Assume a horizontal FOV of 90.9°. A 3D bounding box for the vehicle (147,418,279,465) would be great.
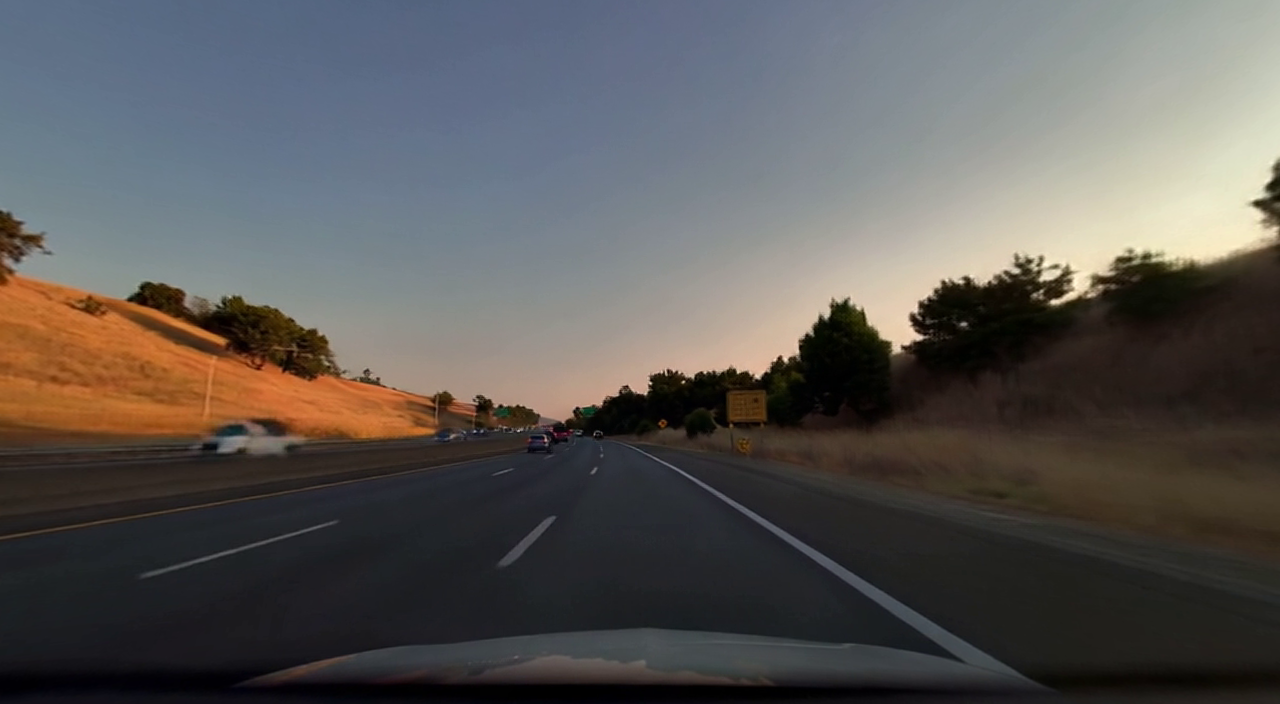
[{"bbox_3d":[-17.908,3.821,26.829,2.357,1.800,4.732,0,-8,-1],"label":"vehicle"}]
